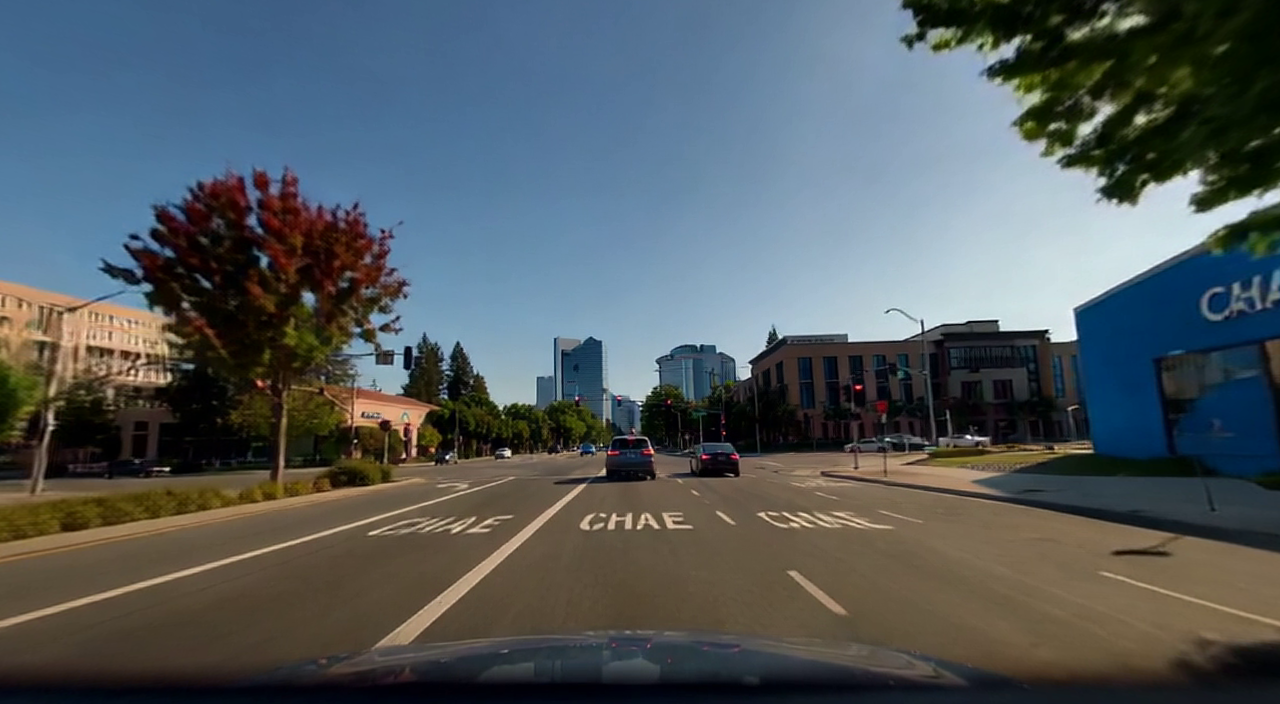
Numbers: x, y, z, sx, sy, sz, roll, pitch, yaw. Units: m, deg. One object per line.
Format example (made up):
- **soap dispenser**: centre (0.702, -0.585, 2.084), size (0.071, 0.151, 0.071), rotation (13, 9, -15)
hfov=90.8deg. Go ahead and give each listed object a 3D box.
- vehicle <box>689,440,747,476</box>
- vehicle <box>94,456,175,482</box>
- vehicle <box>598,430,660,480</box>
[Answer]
- **vehicle**: centre (3.467, 4.823, 28.925), size (2.080, 1.472, 4.401), rotation (0, -9, -1)
- **vehicle**: centre (-39.599, 9.138, 49.557), size (4.610, 1.691, 2.034), rotation (-3, -8, -2)
- **vehicle**: centre (-0.416, 4.204, 25.979), size (2.313, 1.860, 4.319), rotation (0, -9, 0)
